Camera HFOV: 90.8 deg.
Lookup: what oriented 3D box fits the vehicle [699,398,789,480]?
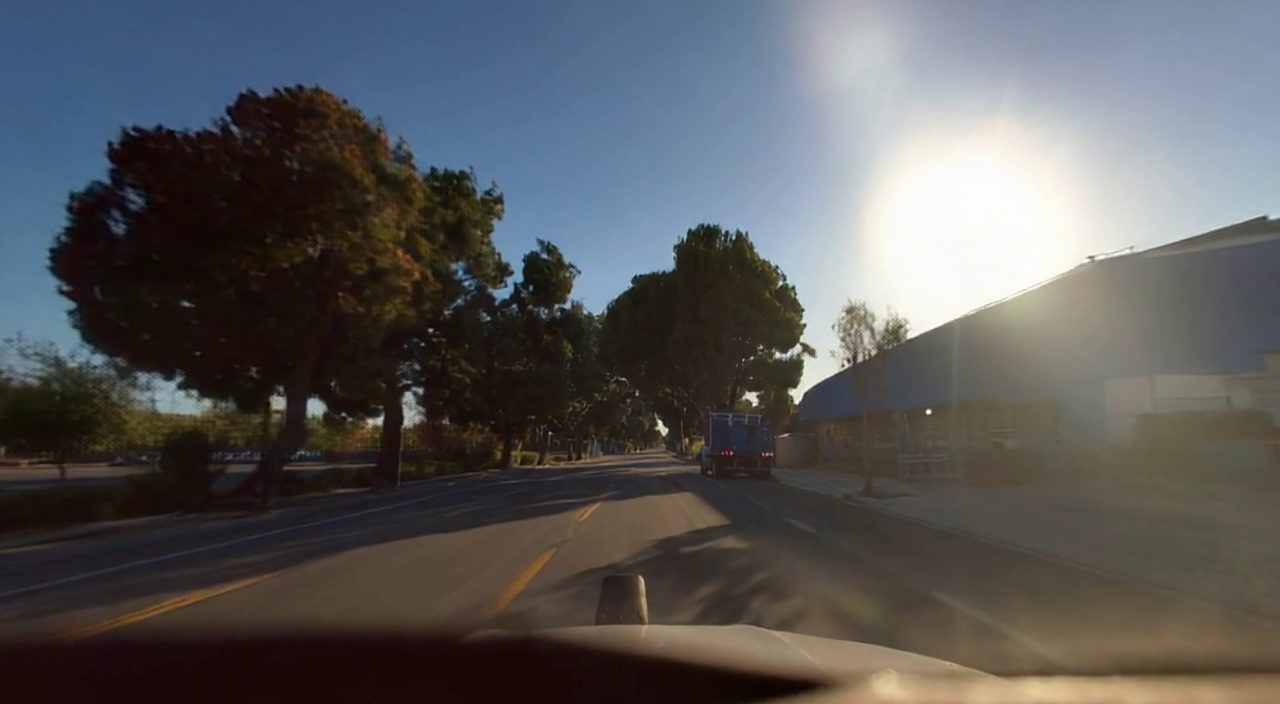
[{"bbox_3d":[4.523,4.036,28.968,3.019,3.303,6.252,0,-9,0],"label":"vehicle"}]
